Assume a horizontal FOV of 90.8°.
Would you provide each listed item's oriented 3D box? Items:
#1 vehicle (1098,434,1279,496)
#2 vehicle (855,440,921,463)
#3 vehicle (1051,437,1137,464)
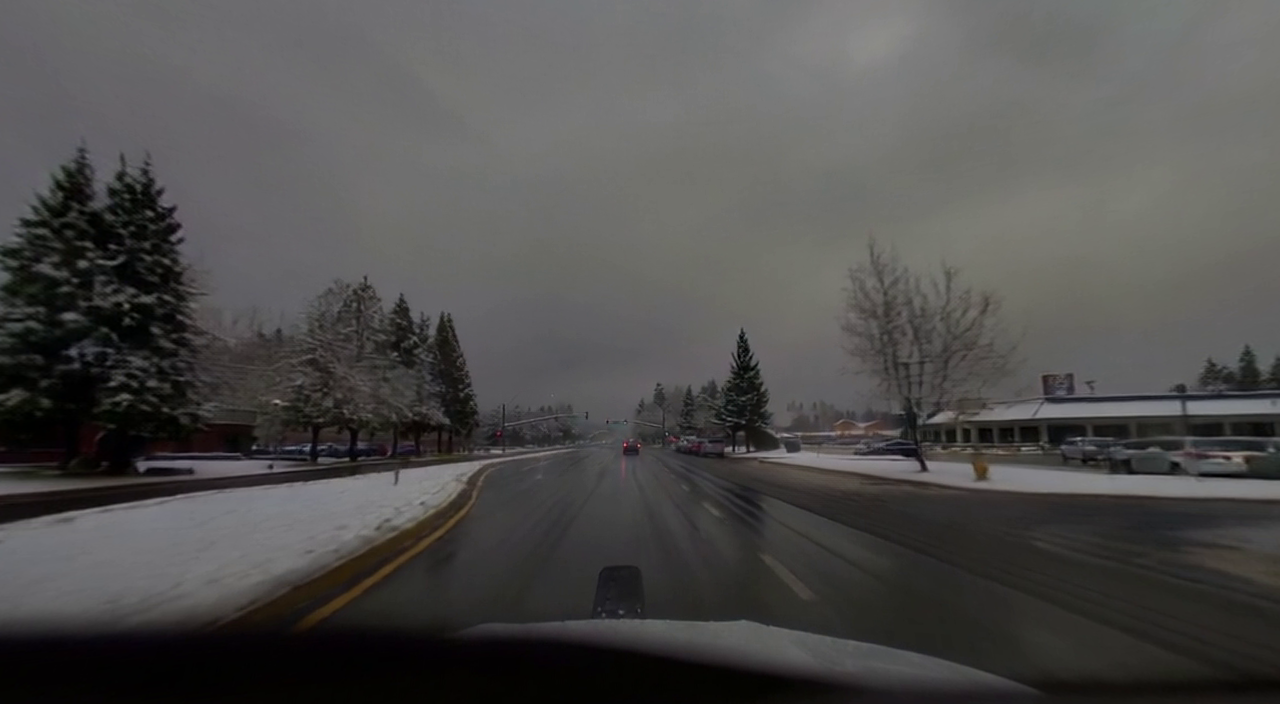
[{"bbox_3d":[16.661,3.290,18.882,1.966,1.583,4.568,2,-8,-11],"label":"vehicle"},{"bbox_3d":[17.580,7.061,44.870,3.923,1.575,1.882,2,-10,-13],"label":"vehicle"},{"bbox_3d":[30.741,6.649,42.830,4.454,1.778,2.070,2,-8,-10],"label":"vehicle"}]
